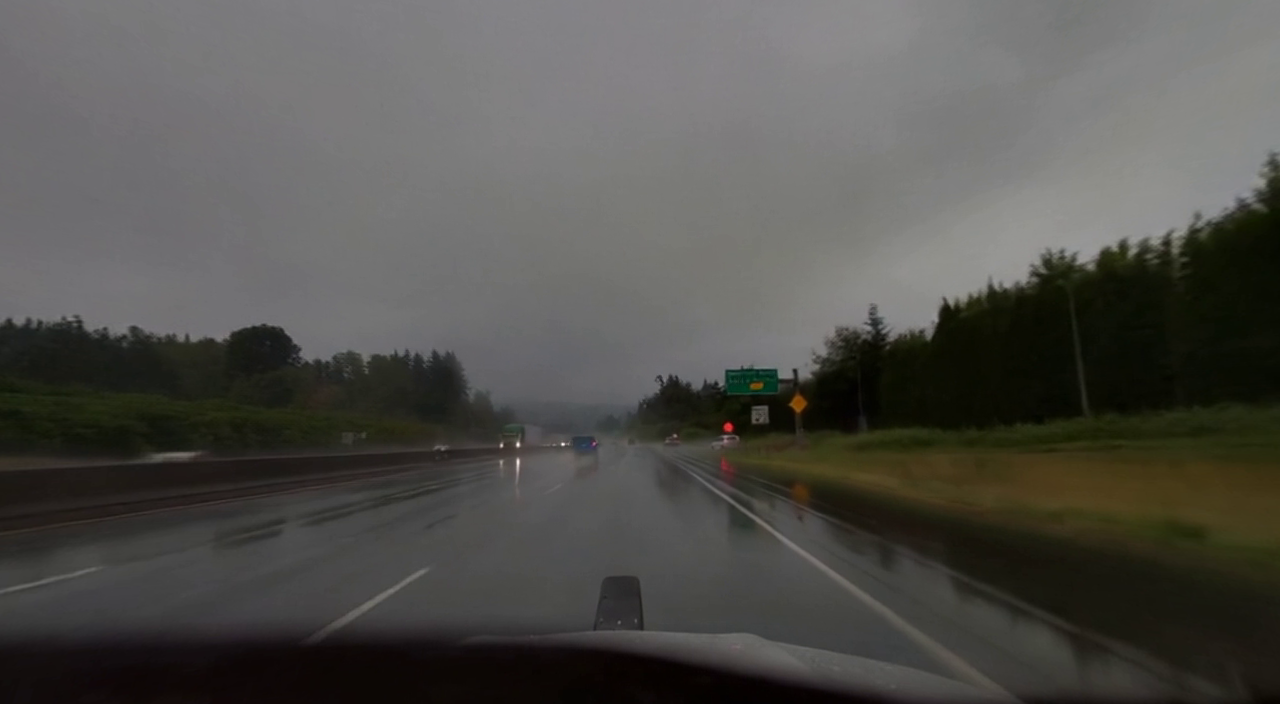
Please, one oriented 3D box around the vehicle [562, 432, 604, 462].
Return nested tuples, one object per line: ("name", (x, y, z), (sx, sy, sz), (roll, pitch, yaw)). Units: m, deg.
("vehicle", (-3.296, 5.645, 37.278), (2.125, 1.662, 4.336), (0, -8, 0))
